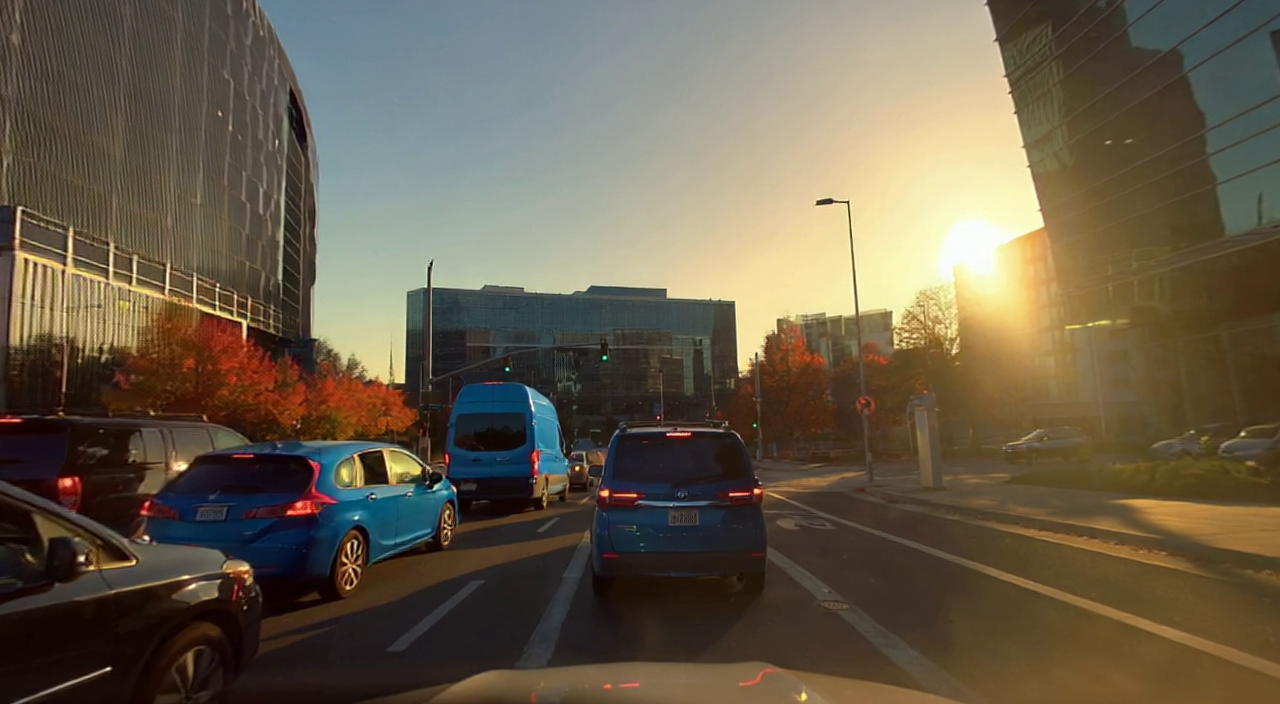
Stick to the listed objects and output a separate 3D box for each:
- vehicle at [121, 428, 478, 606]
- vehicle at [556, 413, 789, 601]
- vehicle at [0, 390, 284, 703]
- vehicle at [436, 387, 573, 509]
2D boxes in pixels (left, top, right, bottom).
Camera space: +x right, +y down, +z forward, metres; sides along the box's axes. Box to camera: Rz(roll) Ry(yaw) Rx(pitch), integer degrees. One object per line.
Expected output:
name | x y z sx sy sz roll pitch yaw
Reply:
vehicle | -3.486 1.754 7.570 1.955 1.499 4.223 0 -9 0
vehicle | 0.194 1.597 7.203 1.979 1.562 3.630 0 -9 -3
vehicle | -2.911 0.813 1.523 1.893 1.491 3.798 0 -9 -1
vehicle | -3.258 2.541 16.587 2.343 2.635 5.684 0 -9 0
